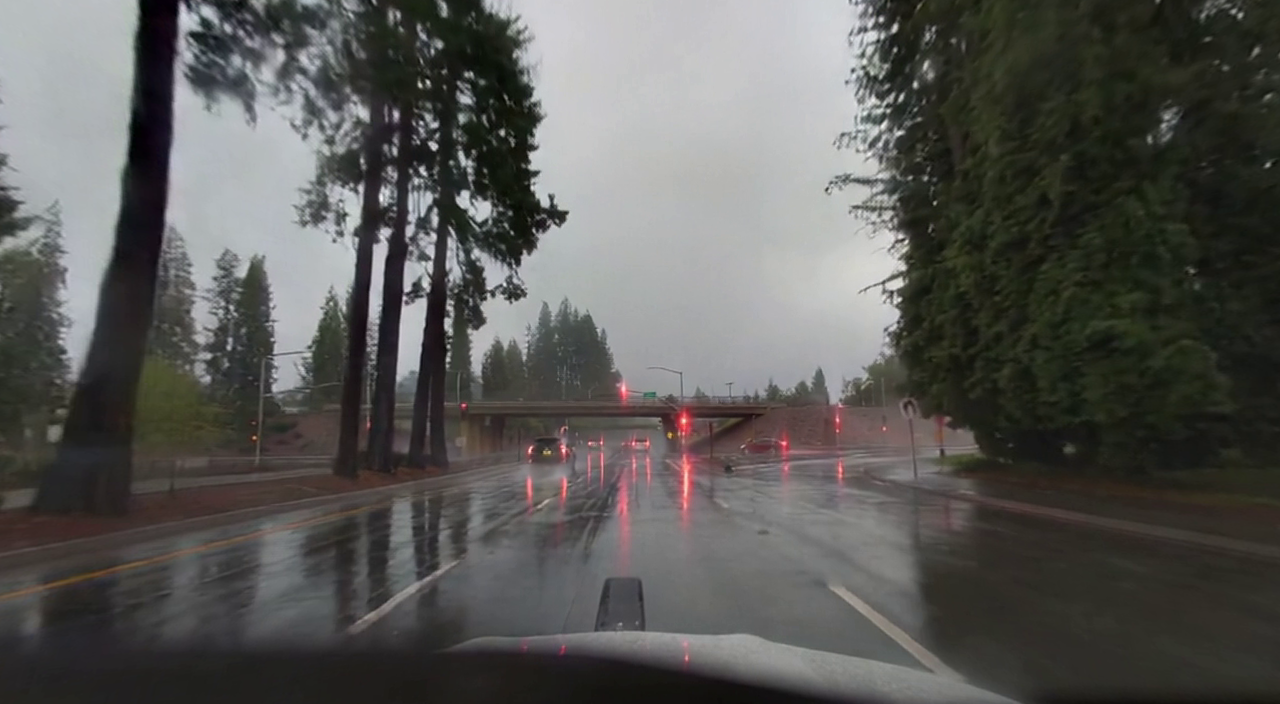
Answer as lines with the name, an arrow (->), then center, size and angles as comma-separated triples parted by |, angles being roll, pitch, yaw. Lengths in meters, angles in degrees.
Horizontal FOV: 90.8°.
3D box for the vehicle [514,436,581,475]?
vehicle -> -3.750, 4.289, 26.324 | 2.082, 1.472, 4.310 | 0, -8, 1
